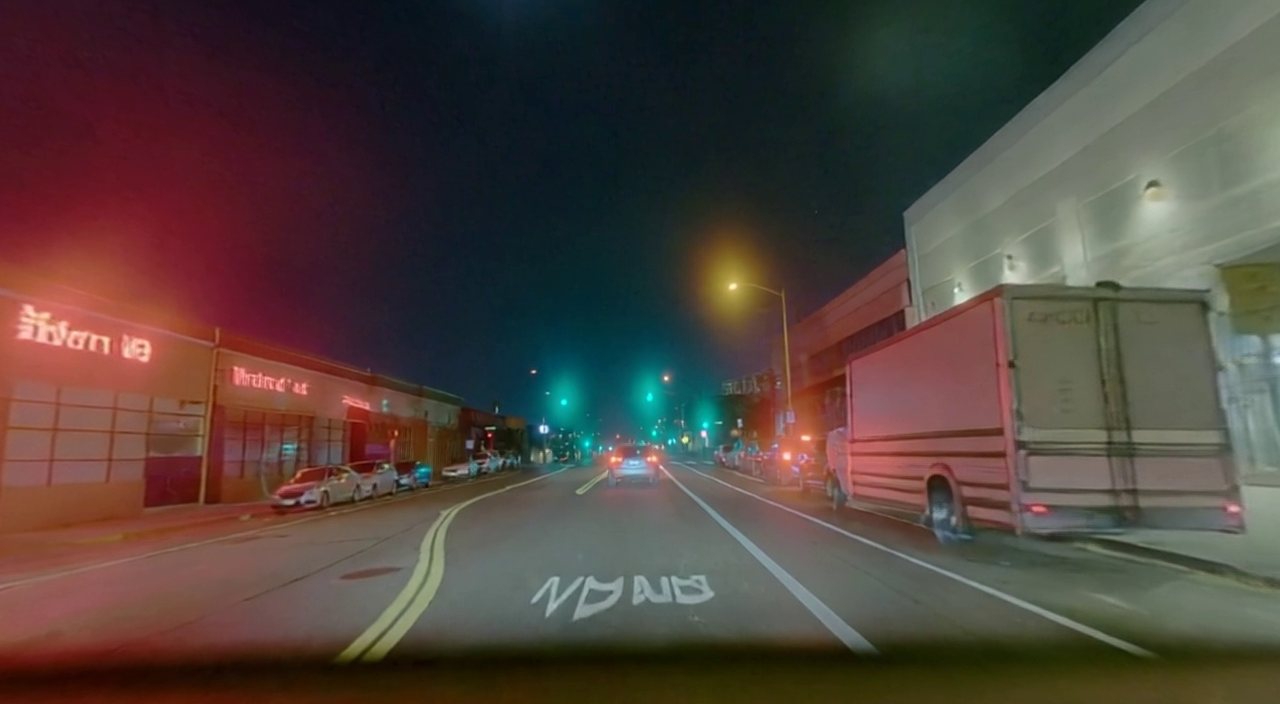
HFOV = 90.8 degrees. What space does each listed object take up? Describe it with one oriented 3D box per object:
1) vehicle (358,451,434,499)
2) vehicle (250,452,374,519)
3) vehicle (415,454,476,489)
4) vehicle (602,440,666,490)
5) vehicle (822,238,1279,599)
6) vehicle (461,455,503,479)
[{"bbox_3d":[-11.461,5.772,30.052,1.872,1.731,4.656,-4,-6,-2],"label":"vehicle"},{"bbox_3d":[-11.305,4.560,22.148,2.055,1.685,4.370,-5,-6,-1],"label":"vehicle"},{"bbox_3d":[-11.196,6.886,36.658,1.920,1.498,4.591,-4,-6,2],"label":"vehicle"},{"bbox_3d":[-0.217,4.001,22.703,2.086,1.575,4.205,0,-9,0],"label":"vehicle"},{"bbox_3d":[5.444,1.127,9.859,2.893,3.553,7.295,0,-9,-1],"label":"vehicle"},{"bbox_3d":[-11.188,8.126,44.958,1.868,1.502,4.626,0,-9,-1],"label":"vehicle"}]
